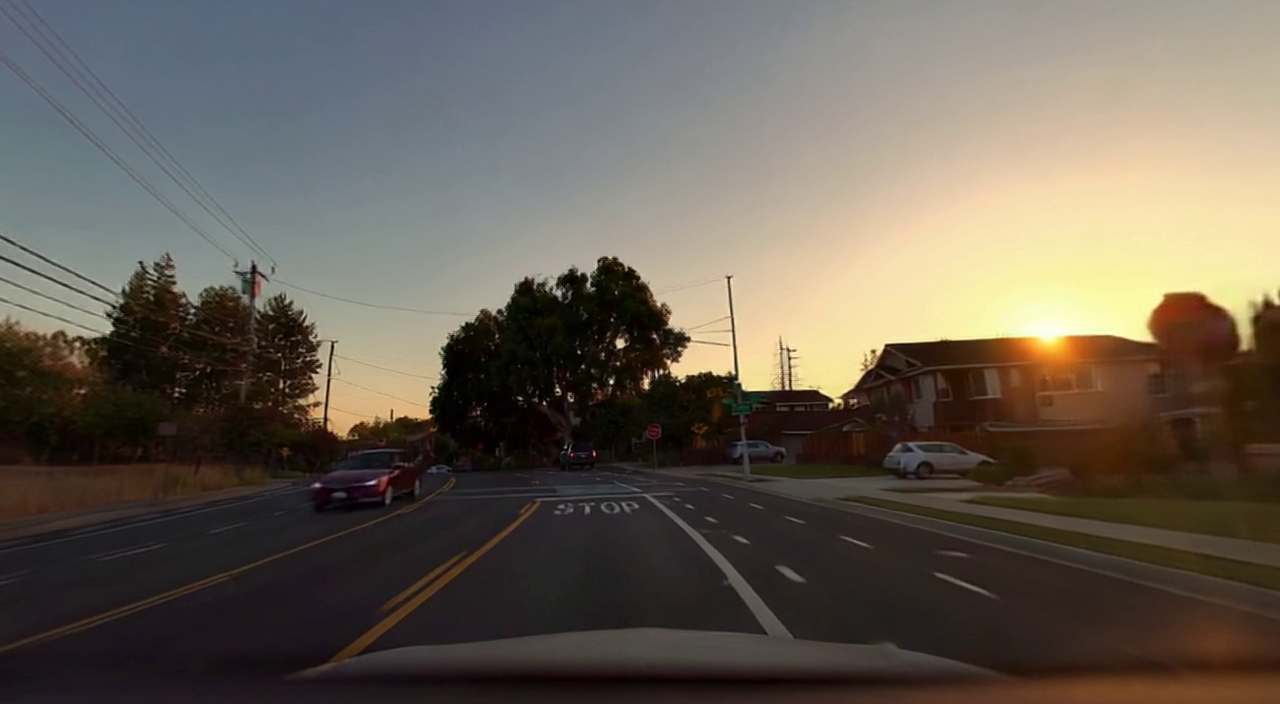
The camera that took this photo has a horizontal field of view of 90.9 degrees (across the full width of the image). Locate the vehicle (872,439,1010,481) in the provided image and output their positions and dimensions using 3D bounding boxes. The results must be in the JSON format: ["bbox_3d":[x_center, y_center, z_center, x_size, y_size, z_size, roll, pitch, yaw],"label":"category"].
[{"bbox_3d":[11.481,4.129,24.215,4.383,1.508,1.884,1,-8,-6],"label":"vehicle"}]

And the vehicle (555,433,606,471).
[{"bbox_3d":[-3.380,5.478,34.940,2.284,1.741,4.702,4,-7,-11],"label":"vehicle"}]

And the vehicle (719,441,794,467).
[{"bbox_3d":[7.893,6.924,42.858,4.582,1.707,1.934,2,-9,-13],"label":"vehicle"}]

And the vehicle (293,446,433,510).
[{"bbox_3d":[-7.277,3.308,17.151,2.003,1.483,4.545,0,-8,-4],"label":"vehicle"}]
